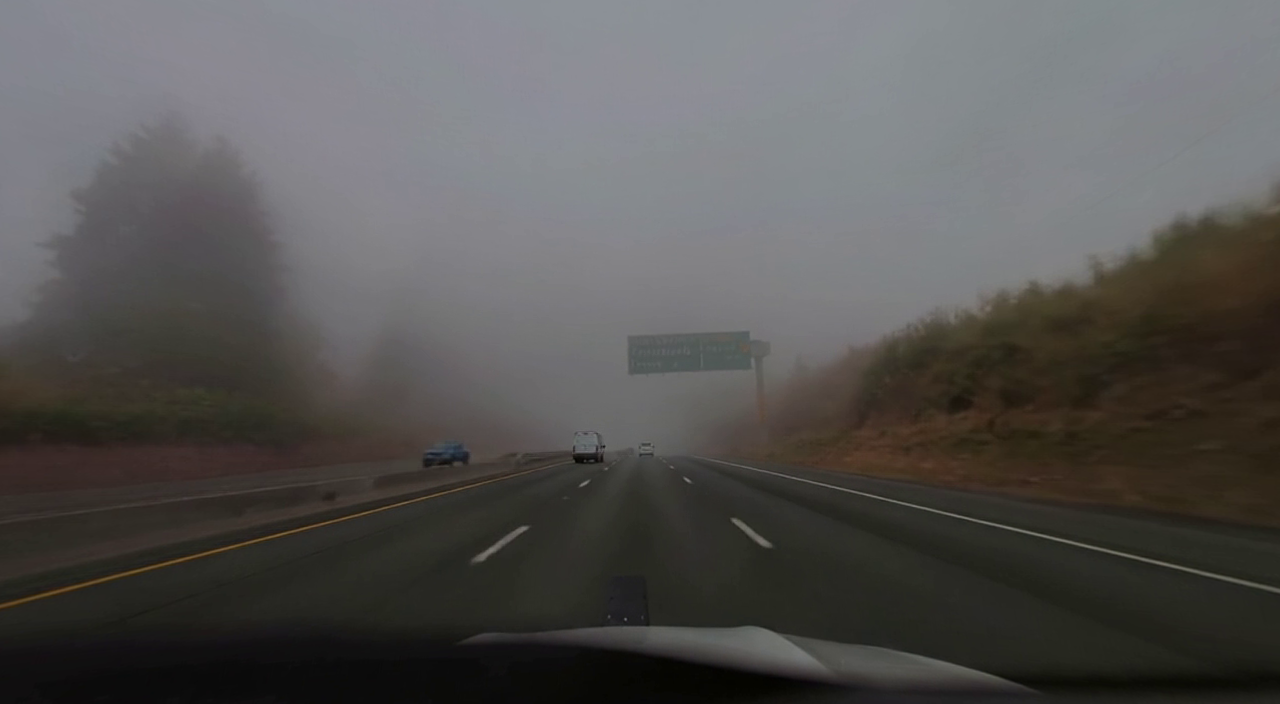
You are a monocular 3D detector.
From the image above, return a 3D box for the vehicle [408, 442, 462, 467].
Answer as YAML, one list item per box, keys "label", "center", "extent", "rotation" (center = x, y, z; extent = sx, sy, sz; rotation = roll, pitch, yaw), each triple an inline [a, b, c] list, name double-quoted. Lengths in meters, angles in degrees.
- label: "vehicle"
  center: [-13.630, 6.836, 42.091]
  extent: [2.180, 1.577, 4.220]
  rotation: [0, -8, 1]

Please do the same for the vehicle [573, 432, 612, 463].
- label: "vehicle"
  center: [-3.255, 6.721, 44.282]
  extent: [2.286, 2.011, 4.452]
  rotation: [0, -8, 1]
